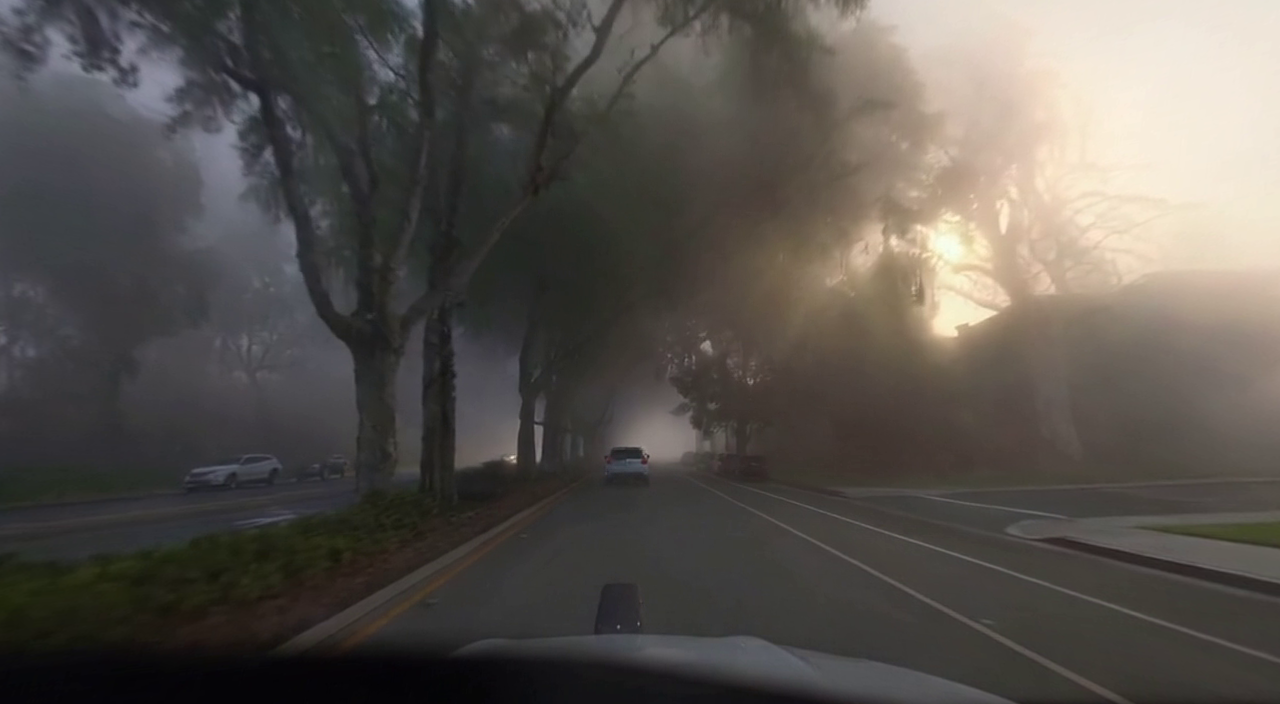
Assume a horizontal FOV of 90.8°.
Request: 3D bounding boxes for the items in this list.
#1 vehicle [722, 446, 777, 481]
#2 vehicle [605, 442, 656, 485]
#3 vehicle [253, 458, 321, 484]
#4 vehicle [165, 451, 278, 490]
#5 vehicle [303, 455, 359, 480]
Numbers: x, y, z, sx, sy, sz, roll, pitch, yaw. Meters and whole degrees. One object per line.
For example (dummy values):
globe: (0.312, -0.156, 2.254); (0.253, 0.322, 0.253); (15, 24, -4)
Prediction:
vehicle: (5.699, 5.810, 33.323); (1.970, 1.696, 4.405); (0, -8, -2)
vehicle: (-0.419, 4.796, 27.563); (2.070, 1.698, 3.925); (0, -8, -1)
vehicle: (-22.368, 7.526, 40.237); (1.772, 1.457, 4.505); (0, -8, -1)
vehicle: (-22.457, 6.350, 34.319); (2.338, 1.842, 5.722); (0, -8, -1)
vehicle: (-22.533, 8.398, 46.287); (1.835, 1.644, 4.598); (0, -8, -1)
